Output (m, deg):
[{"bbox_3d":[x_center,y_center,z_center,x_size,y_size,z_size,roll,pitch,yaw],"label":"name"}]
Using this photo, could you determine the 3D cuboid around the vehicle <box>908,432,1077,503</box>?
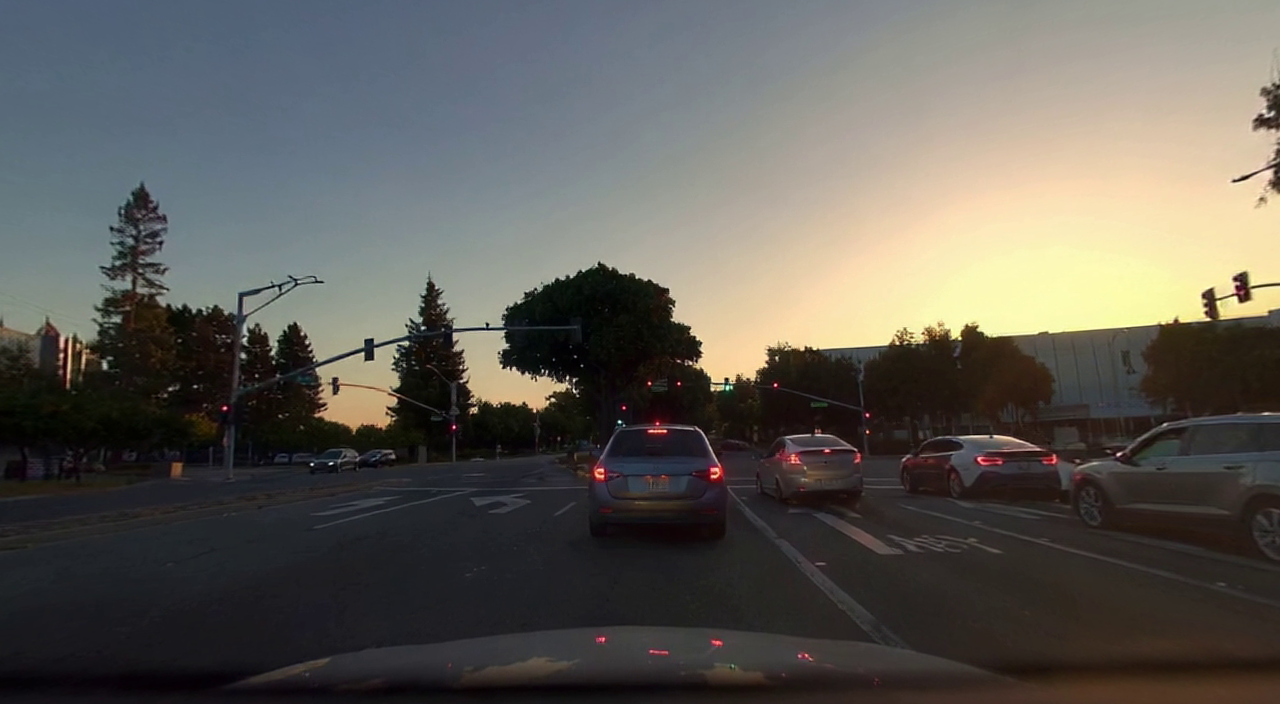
[{"bbox_3d":[8.297,2.754,15.419,1.862,1.471,4.297,-1,-9,4],"label":"vehicle"}]

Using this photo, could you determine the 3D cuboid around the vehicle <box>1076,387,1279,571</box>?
[{"bbox_3d":[7.372,1.351,6.898,2.074,1.791,4.393,0,-9,1],"label":"vehicle"}]

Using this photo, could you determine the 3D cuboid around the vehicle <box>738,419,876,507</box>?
[{"bbox_3d":[3.774,2.631,15.326,2.188,1.774,4.646,-1,-9,2],"label":"vehicle"}]

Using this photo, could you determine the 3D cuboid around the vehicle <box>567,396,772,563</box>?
[{"bbox_3d":[0.276,1.694,9.009,2.211,1.795,4.179,0,-9,-1],"label":"vehicle"}]
